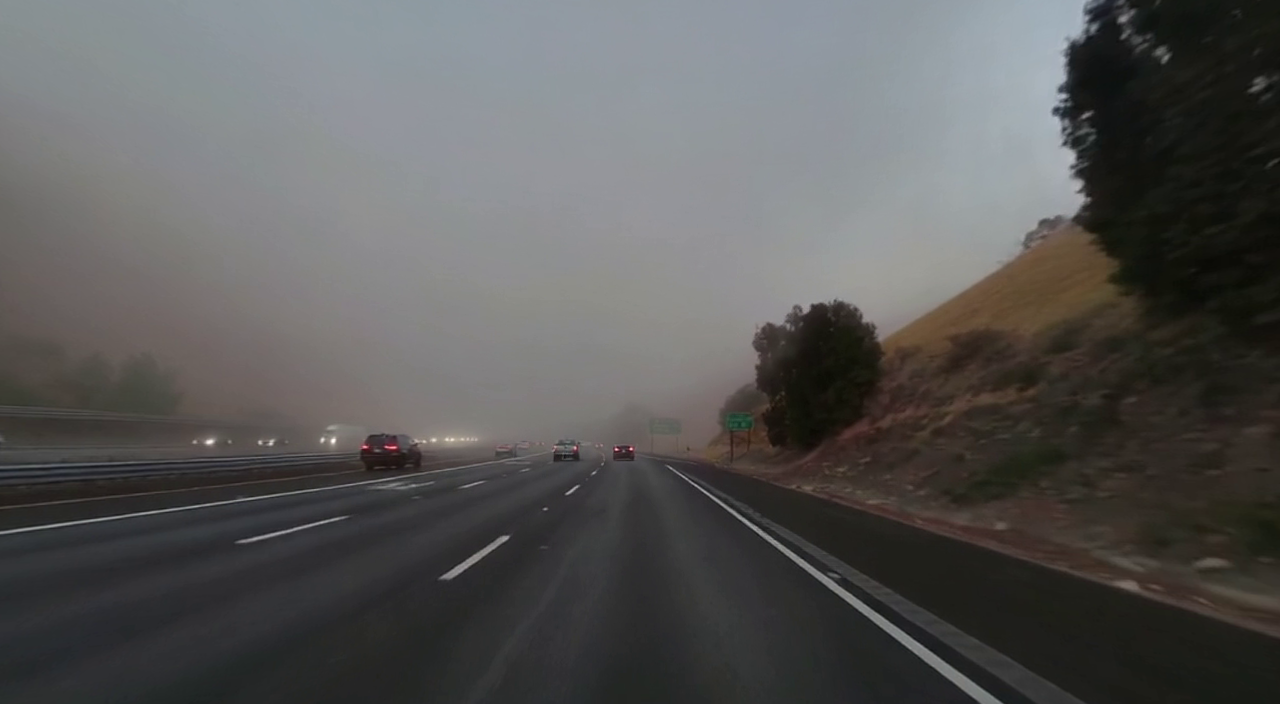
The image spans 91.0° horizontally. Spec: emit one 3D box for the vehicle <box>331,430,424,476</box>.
[{"bbox_3d":[-12.079,4.680,29.417,2.219,1.923,4.985,0,-9,-1],"label":"vehicle"}]

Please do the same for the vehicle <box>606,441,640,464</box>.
[{"bbox_3d":[-1.278,7.400,46.567,2.421,1.594,4.248,0,-9,-2],"label":"vehicle"}]

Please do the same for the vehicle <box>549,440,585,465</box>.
[{"bbox_3d":[-5.045,7.017,44.074,2.060,1.631,4.214,0,-9,-1],"label":"vehicle"}]
